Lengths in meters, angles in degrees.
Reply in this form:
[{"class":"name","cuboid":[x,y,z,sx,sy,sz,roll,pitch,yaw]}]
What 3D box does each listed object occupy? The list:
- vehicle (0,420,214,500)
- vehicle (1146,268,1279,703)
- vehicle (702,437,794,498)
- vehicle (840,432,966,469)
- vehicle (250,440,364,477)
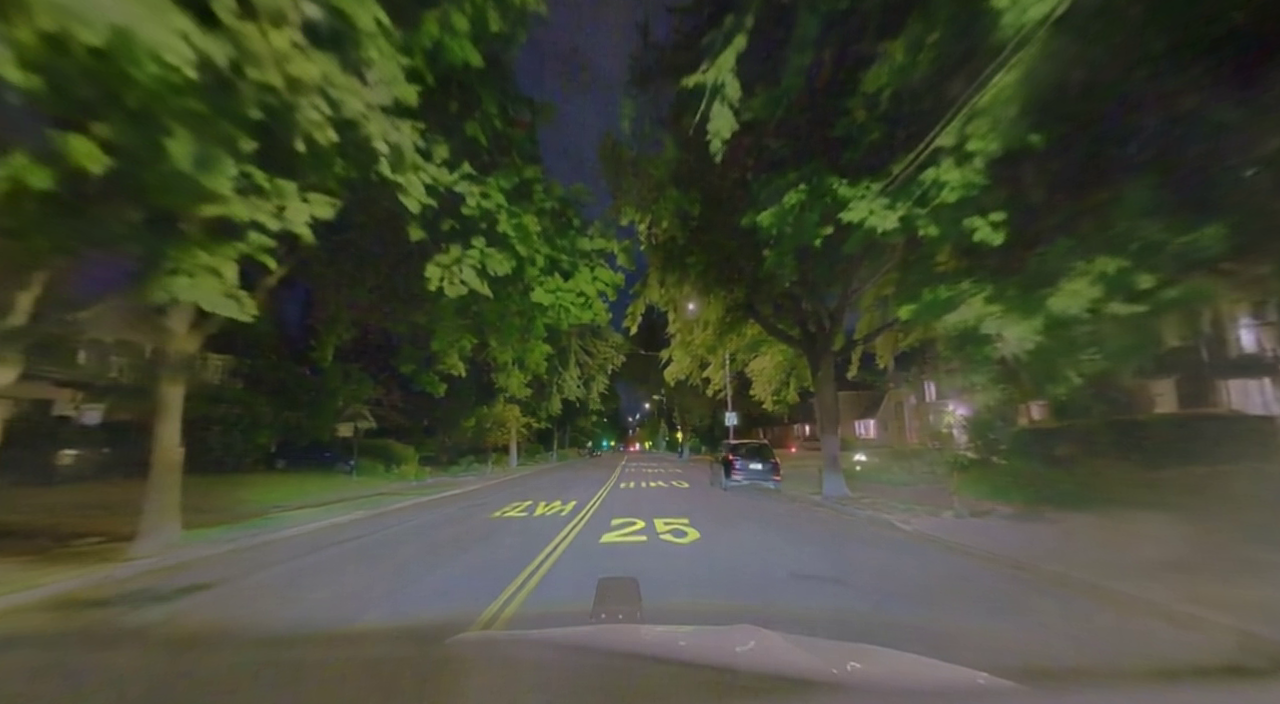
[{"class":"vehicle","cuboid":[-14.405,2.942,17.541,1.933,1.837,4.670,-2,-8,-1]},{"class":"vehicle","cuboid":[3.109,0.316,0.355,2.007,1.702,4.430,-1,-8,1]},{"class":"vehicle","cuboid":[3.148,3.470,19.448,1.988,1.618,4.567,0,-8,-1]},{"class":"vehicle","cuboid":[11.284,4.278,27.375,4.472,1.481,2.143,-1,-8,0]},{"class":"vehicle","cuboid":[-16.135,5.182,30.806,4.331,1.738,2.067,0,-9,1]}]
